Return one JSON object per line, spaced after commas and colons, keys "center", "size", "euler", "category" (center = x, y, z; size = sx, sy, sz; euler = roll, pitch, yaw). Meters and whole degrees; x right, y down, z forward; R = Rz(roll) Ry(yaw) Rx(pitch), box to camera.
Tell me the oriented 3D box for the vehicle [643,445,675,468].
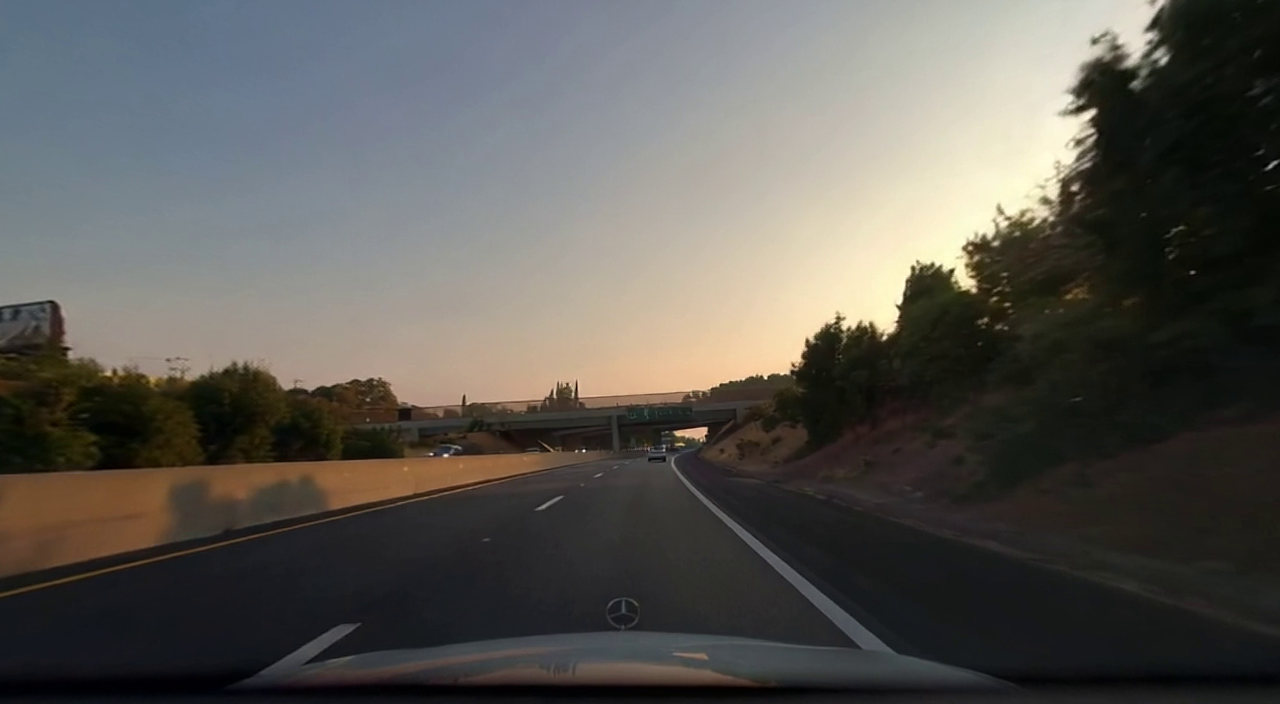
{"center": [1.405, 7.781, 46.988], "size": [2.221, 1.603, 4.149], "euler": [-1, -9, 2], "category": "vehicle"}
